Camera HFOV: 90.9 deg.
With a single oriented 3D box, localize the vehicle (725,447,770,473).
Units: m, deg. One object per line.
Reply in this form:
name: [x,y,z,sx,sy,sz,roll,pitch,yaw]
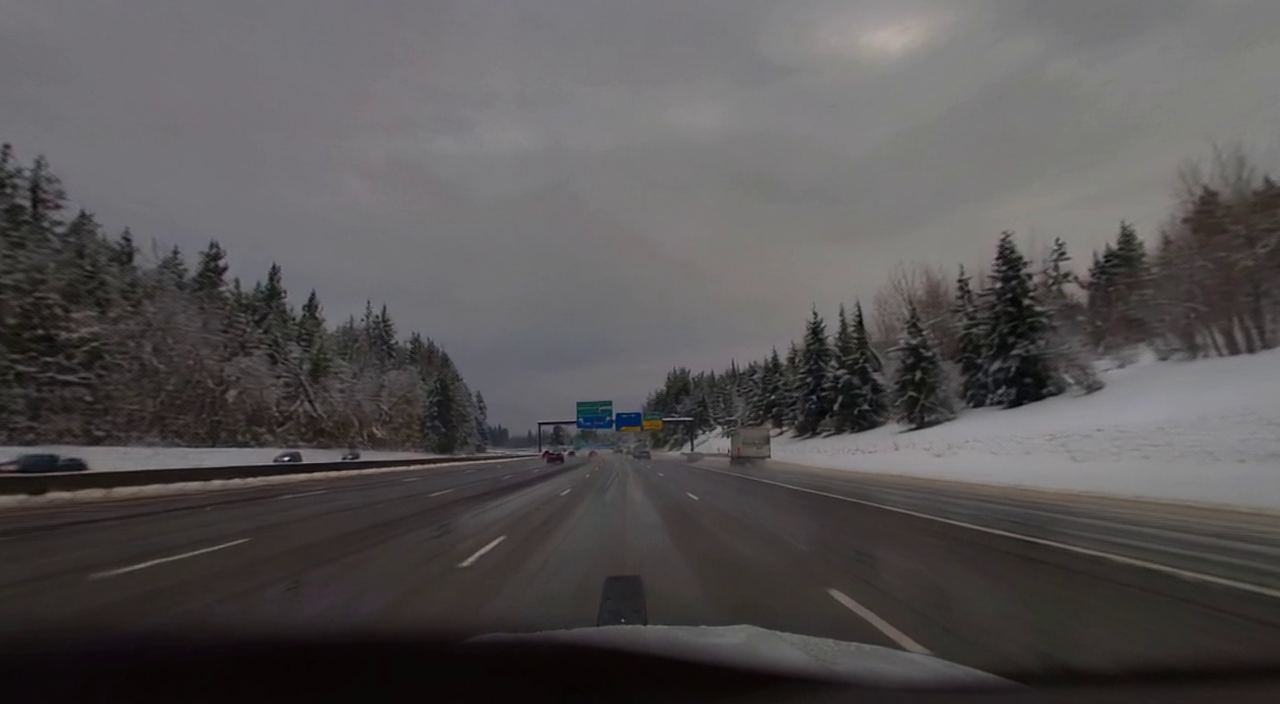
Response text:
vehicle: [6.893,7.009,40.958,1.989,1.591,4.348,0,-9,-2]
